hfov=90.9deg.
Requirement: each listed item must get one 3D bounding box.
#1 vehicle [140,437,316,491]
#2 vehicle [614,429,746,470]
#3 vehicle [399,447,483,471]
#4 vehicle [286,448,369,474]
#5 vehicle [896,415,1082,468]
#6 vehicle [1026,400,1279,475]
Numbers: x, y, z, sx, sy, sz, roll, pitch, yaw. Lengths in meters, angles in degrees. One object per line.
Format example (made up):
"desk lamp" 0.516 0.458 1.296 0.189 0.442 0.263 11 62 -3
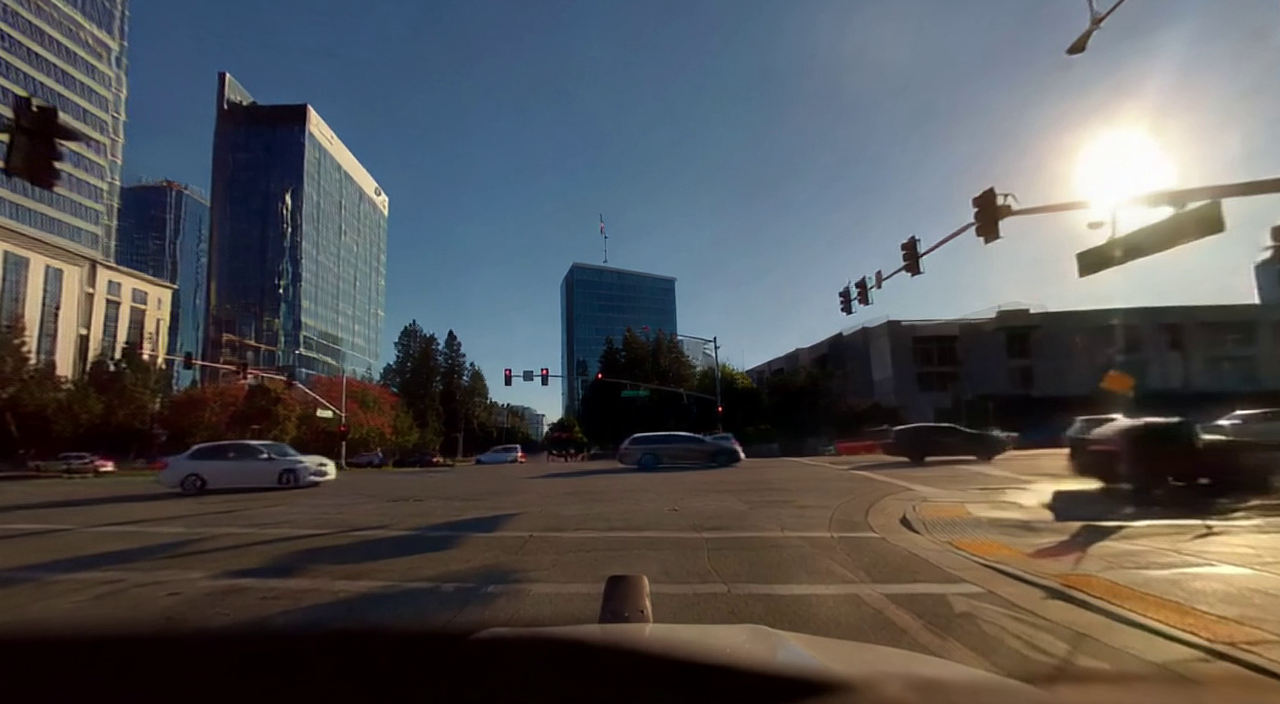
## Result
"vehicle" -14.155 3.870 21.868 4.673 1.740 2.150 -1 -9 5
"vehicle" 1.525 3.709 23.979 4.793 1.473 1.878 -1 -9 6
"vehicle" -12.774 6.879 40.622 4.785 1.472 1.799 -1 -9 5
"vehicle" -22.370 7.802 45.206 4.939 1.770 2.001 -1 -9 5
"vehicle" 10.529 2.757 19.339 4.494 1.491 1.906 -1 -9 6
"vehicle" 12.529 2.098 15.335 4.865 1.663 1.962 -1 -9 6
